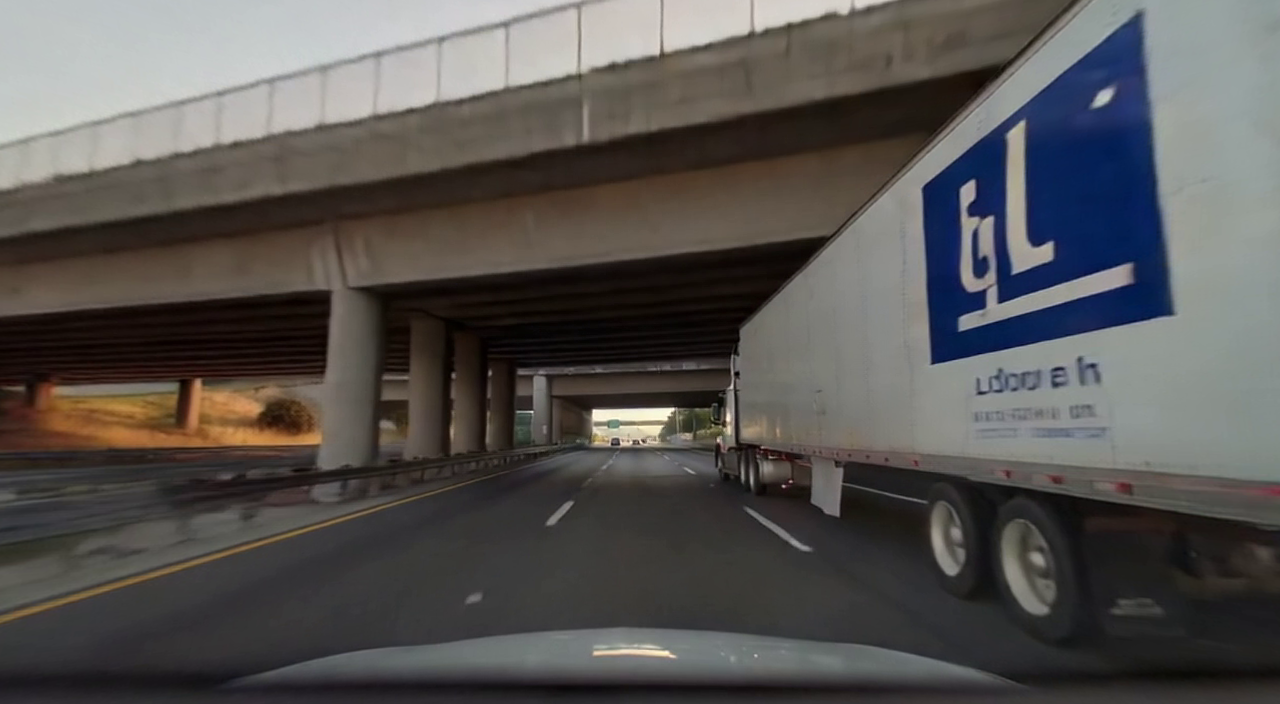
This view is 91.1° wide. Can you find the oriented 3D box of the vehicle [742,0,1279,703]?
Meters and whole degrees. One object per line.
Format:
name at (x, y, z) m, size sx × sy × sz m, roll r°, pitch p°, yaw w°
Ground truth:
vehicle at (4.152, 0.261, 8.004) m, size 3.034 × 4.194 × 14.704 m, roll 0°, pitch -8°, yaw -1°
